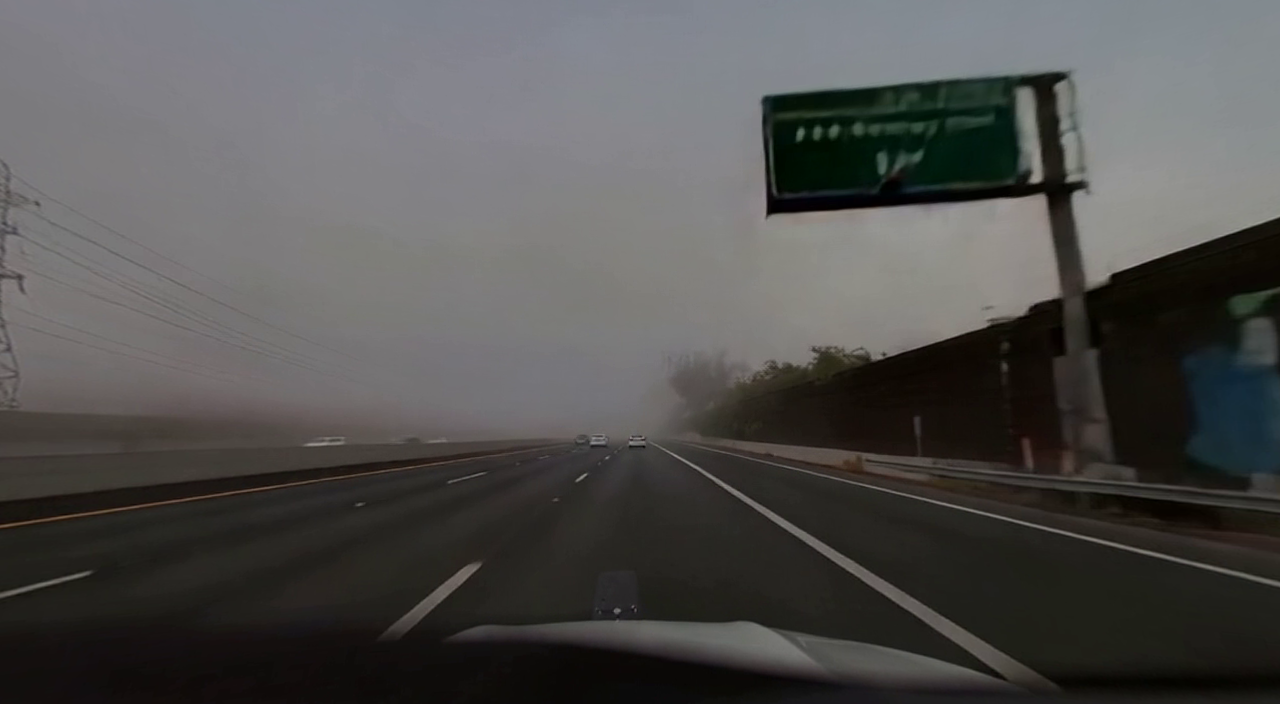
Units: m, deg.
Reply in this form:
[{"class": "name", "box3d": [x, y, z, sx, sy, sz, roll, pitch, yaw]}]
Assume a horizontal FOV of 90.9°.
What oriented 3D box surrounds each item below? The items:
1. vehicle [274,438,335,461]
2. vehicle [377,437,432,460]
[{"class": "vehicle", "box3d": [-23.109, 6.714, 43.516, 1.803, 1.477, 4.353, 0, -8, 0]}, {"class": "vehicle", "box3d": [-15.355, 6.290, 41.353, 1.930, 1.419, 4.429, 0, -8, 0]}]
